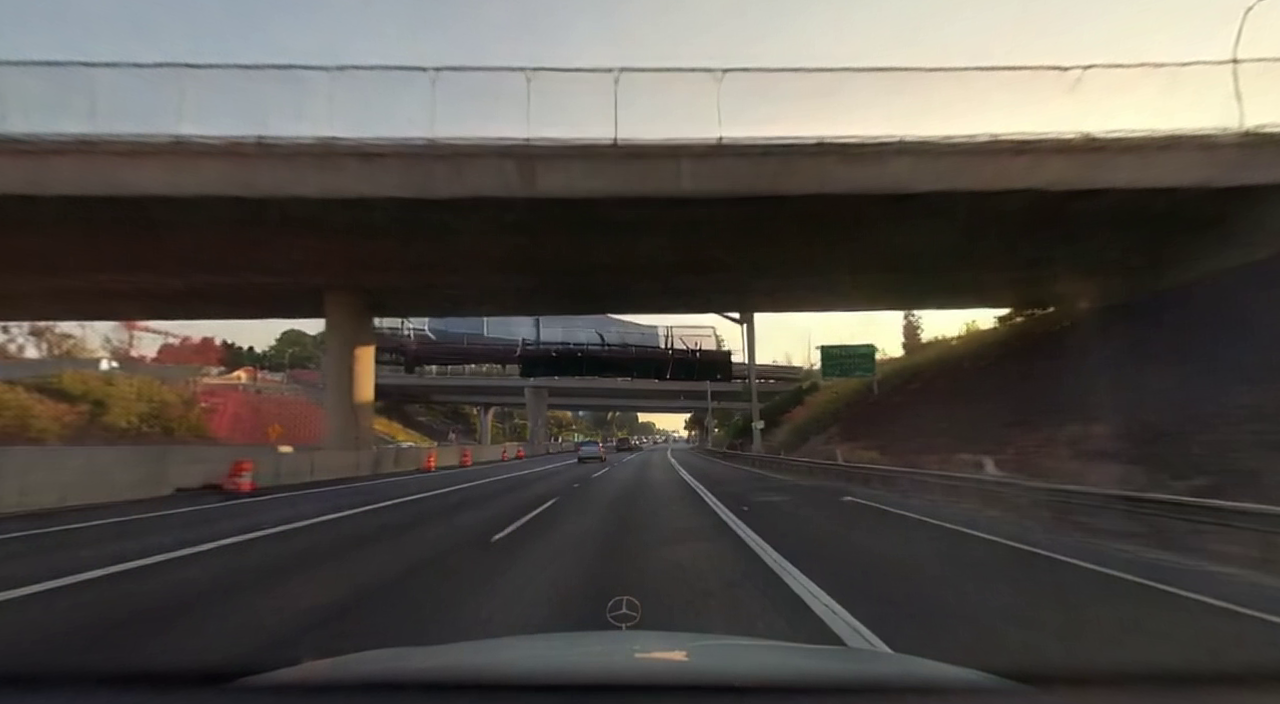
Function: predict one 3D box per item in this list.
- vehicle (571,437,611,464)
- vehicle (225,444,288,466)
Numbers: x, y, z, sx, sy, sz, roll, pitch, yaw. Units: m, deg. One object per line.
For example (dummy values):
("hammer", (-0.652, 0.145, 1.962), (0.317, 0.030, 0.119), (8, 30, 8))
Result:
("vehicle", (-2.989, 6.158, 39.334), (2.078, 1.629, 4.059), (0, -8, 1))
("vehicle", (-29.338, 7.869, 48.191), (1.829, 1.542, 4.544), (-1, -8, 3))
